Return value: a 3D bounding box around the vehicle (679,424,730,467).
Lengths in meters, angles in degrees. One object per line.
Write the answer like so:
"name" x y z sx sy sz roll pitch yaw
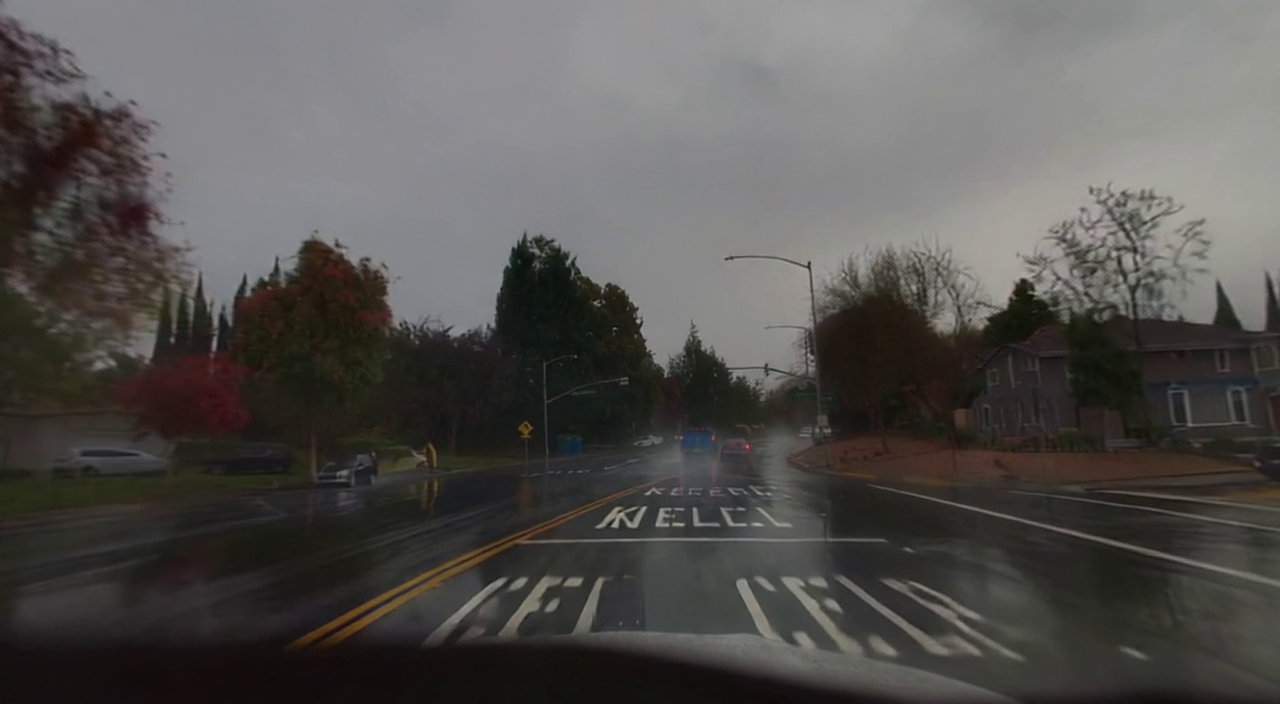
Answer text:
"vehicle" 3.315 4.692 31.638 2.153 1.942 4.767 -2 -9 10

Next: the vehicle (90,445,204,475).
"vehicle" -24.992 5.473 32.127 4.268 1.409 1.897 -1 -8 4

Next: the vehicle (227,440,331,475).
"vehicle" -18.564 5.428 32.622 4.168 1.735 1.925 -1 -8 2

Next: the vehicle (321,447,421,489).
"vehicle" -11.454 4.933 27.327 1.873 1.508 4.483 -3 -7 9
